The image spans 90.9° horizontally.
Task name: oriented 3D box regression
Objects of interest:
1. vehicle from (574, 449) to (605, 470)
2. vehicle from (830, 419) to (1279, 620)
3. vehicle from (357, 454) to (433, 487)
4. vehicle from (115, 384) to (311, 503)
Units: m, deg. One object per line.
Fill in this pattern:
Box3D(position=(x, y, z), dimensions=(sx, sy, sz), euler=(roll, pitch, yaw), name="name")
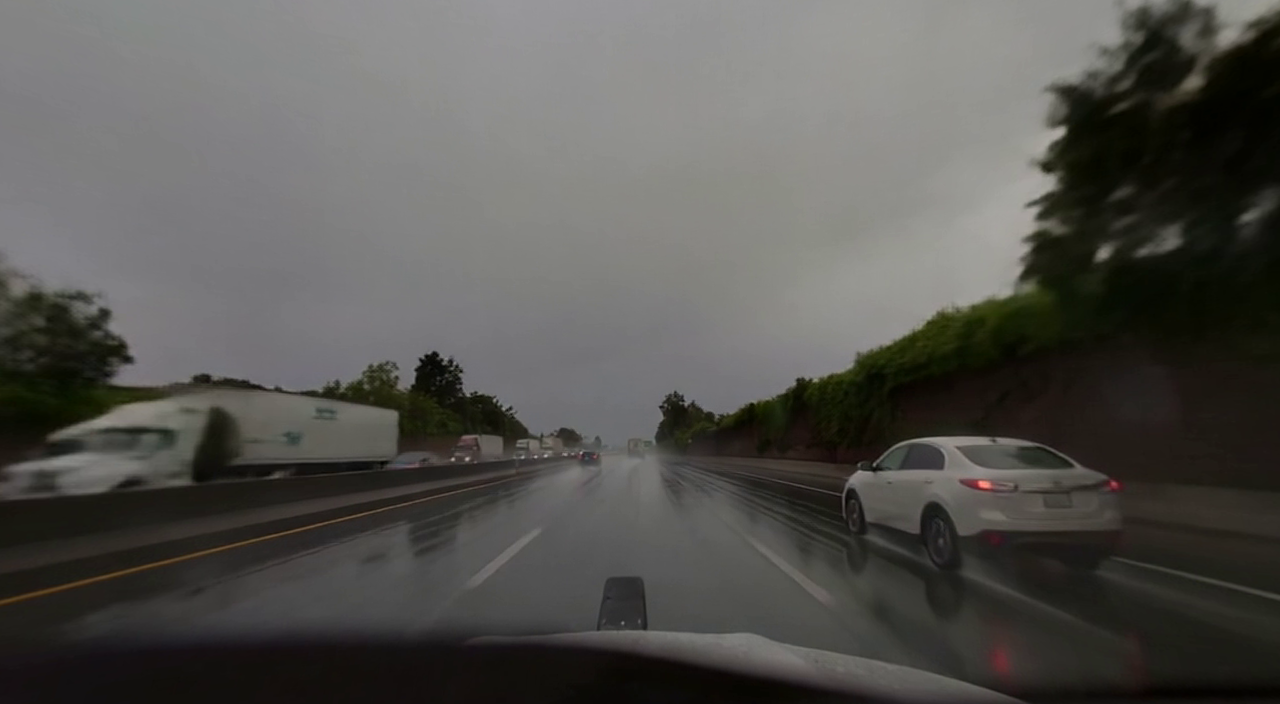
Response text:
Box3D(position=(-3.768, 8.059, 47.444), dimensions=(1.978, 1.539, 3.924), euler=(0, -9, 0), name="vehicle")
Box3D(position=(3.858, 1.609, 7.030), dimensions=(2.053, 1.504, 4.386), euler=(0, -9, -1), name="vehicle")
Box3D(position=(-11.181, 5.405, 29.076), dimensions=(1.820, 1.389, 4.266), euler=(0, -9, 0), name="vehicle")
Box3D(position=(-15.922, 3.519, 24.243), dimensions=(2.995, 3.939, 6.212), euler=(0, -9, 0), name="vehicle")
